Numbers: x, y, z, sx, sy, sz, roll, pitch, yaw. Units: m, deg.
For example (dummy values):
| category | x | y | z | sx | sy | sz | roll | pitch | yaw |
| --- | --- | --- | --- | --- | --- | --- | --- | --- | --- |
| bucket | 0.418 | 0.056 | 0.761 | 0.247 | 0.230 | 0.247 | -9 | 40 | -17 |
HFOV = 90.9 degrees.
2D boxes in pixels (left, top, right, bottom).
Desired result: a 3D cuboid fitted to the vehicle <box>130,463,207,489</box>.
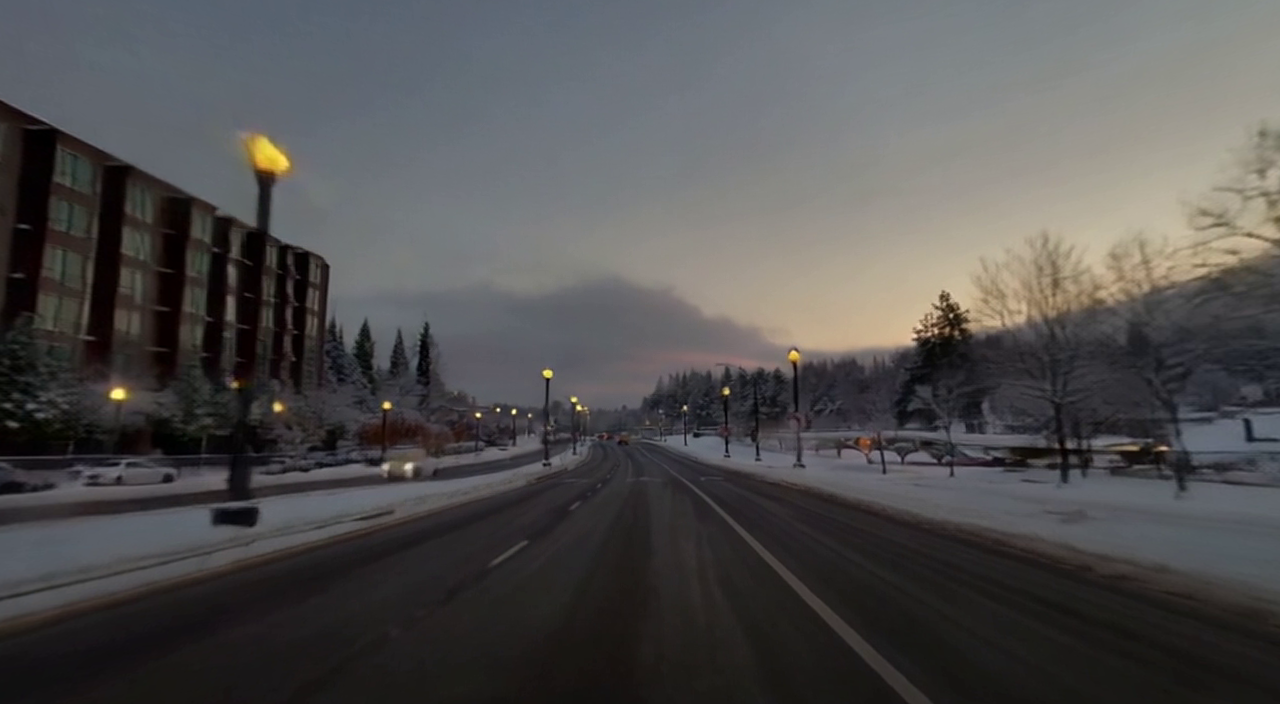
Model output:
| category | x | y | z | sx | sy | sz | roll | pitch | yaw |
| --- | --- | --- | --- | --- | --- | --- | --- | --- | --- |
| vehicle | -28.937 | 7.623 | 38.806 | 1.629 | 1.411 | 3.897 | -1 | -9 | 2 |

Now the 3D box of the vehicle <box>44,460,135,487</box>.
| category | x | y | z | sx | sy | sz | roll | pitch | yaw |
| --- | --- | --- | --- | --- | --- | --- | --- | --- | --- |
| vehicle | -34.474 | 7.589 | 39.570 | 3.844 | 1.533 | 1.734 | 4 | -10 | -26 |

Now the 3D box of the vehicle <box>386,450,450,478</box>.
| category | x | y | z | sx | sy | sz | roll | pitch | yaw |
| --- | --- | --- | --- | --- | --- | --- | --- | --- | --- |
| vehicle | -12.486 | 6.306 | 35.758 | 1.811 | 1.433 | 4.387 | -1 | -9 | 4 |
